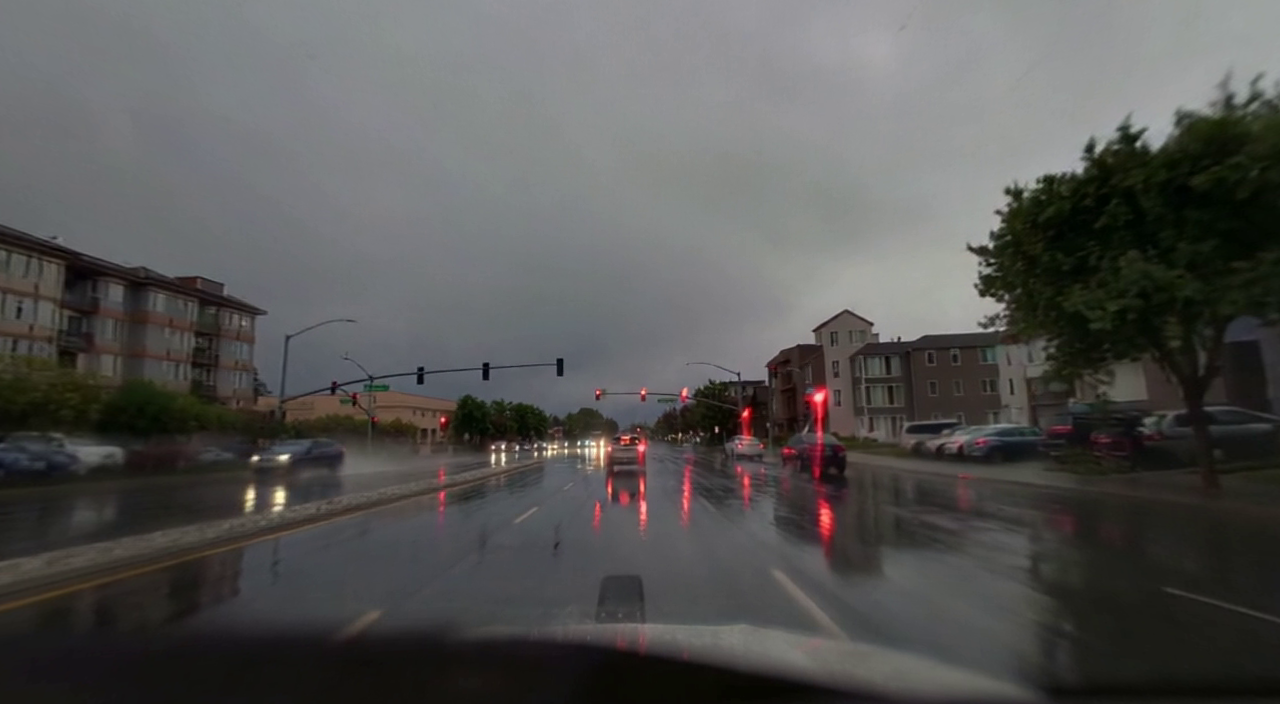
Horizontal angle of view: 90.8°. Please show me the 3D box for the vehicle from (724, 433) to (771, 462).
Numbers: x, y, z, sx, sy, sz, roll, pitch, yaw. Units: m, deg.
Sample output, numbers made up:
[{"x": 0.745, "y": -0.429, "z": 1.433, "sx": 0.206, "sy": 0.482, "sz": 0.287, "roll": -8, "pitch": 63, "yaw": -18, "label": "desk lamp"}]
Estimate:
[{"x": 6.293, "y": 5.676, "z": 37.539, "sx": 1.963, "sy": 1.611, "sz": 4.359, "roll": 0, "pitch": -9, "yaw": -1, "label": "vehicle"}]

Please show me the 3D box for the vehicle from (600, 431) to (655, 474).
[{"x": -0.461, "y": 4.028, "z": 25.467, "sx": 2.032, "sy": 1.593, "sz": 3.896, "roll": 0, "pitch": -9, "yaw": 0, "label": "vehicle"}]

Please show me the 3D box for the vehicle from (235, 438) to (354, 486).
[{"x": -13.508, "y": 4.311, "z": 25.049, "sx": 1.858, "sy": 1.686, "sz": 4.330, "roll": -1, "pitch": -9, "yaw": 7, "label": "vehicle"}]

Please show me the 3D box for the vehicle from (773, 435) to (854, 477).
[{"x": 6.312, "y": 3.846, "z": 23.499, "sx": 1.768, "sy": 1.417, "sz": 4.213, "roll": 0, "pitch": -9, "yaw": -1, "label": "vehicle"}]
